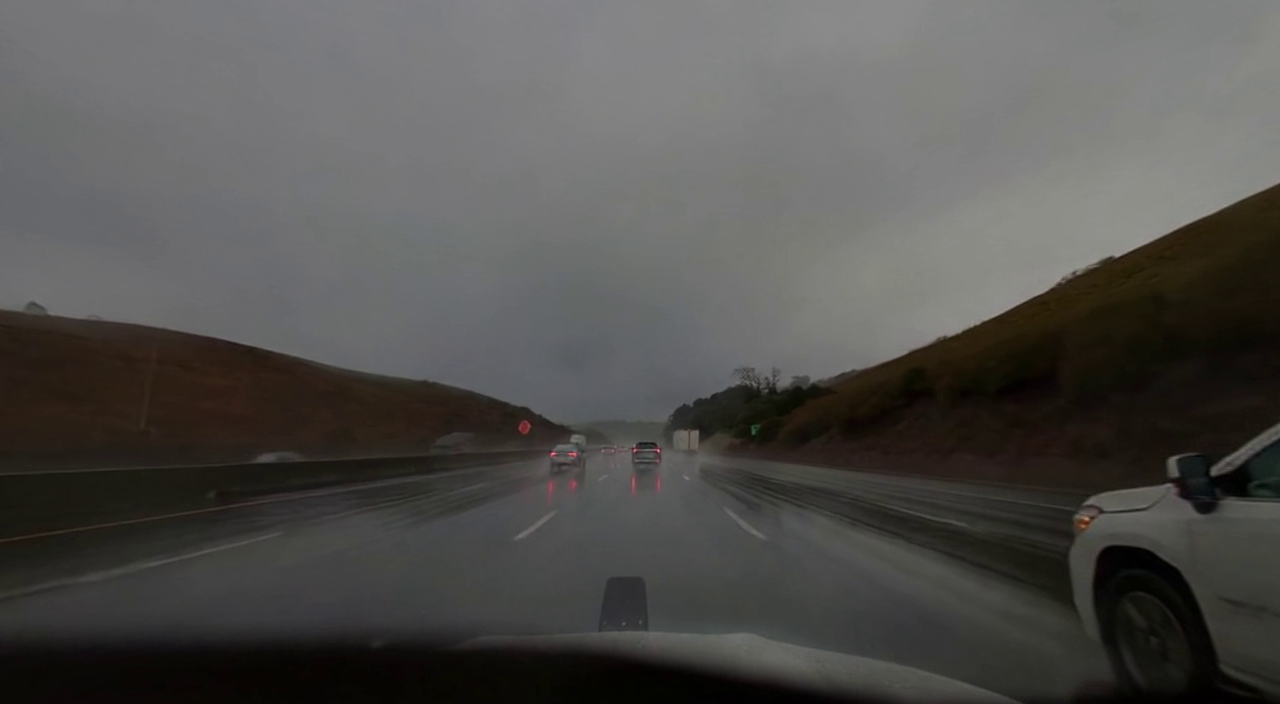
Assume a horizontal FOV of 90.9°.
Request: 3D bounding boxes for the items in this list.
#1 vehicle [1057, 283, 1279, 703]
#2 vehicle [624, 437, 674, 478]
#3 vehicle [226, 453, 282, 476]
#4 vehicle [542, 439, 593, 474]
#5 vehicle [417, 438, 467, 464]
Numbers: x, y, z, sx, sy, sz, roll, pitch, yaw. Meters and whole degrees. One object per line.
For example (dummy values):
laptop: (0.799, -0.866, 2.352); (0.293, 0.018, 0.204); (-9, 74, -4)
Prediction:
vehicle: (4.134, 0.468, 1.201); (2.700, 1.980, 5.866); (0, -8, 1)
vehicle: (0.390, 4.707, 28.417); (2.086, 1.685, 4.206); (0, -8, 0)
vehicle: (-23.522, 6.864, 38.534); (1.398, 1.273, 3.142); (0, -8, 1)
vehicle: (-3.639, 5.343, 32.425); (2.076, 1.690, 4.113); (0, -8, 1)
vehicle: (-12.260, 6.165, 39.326); (1.817, 1.525, 3.880); (0, -8, 1)
